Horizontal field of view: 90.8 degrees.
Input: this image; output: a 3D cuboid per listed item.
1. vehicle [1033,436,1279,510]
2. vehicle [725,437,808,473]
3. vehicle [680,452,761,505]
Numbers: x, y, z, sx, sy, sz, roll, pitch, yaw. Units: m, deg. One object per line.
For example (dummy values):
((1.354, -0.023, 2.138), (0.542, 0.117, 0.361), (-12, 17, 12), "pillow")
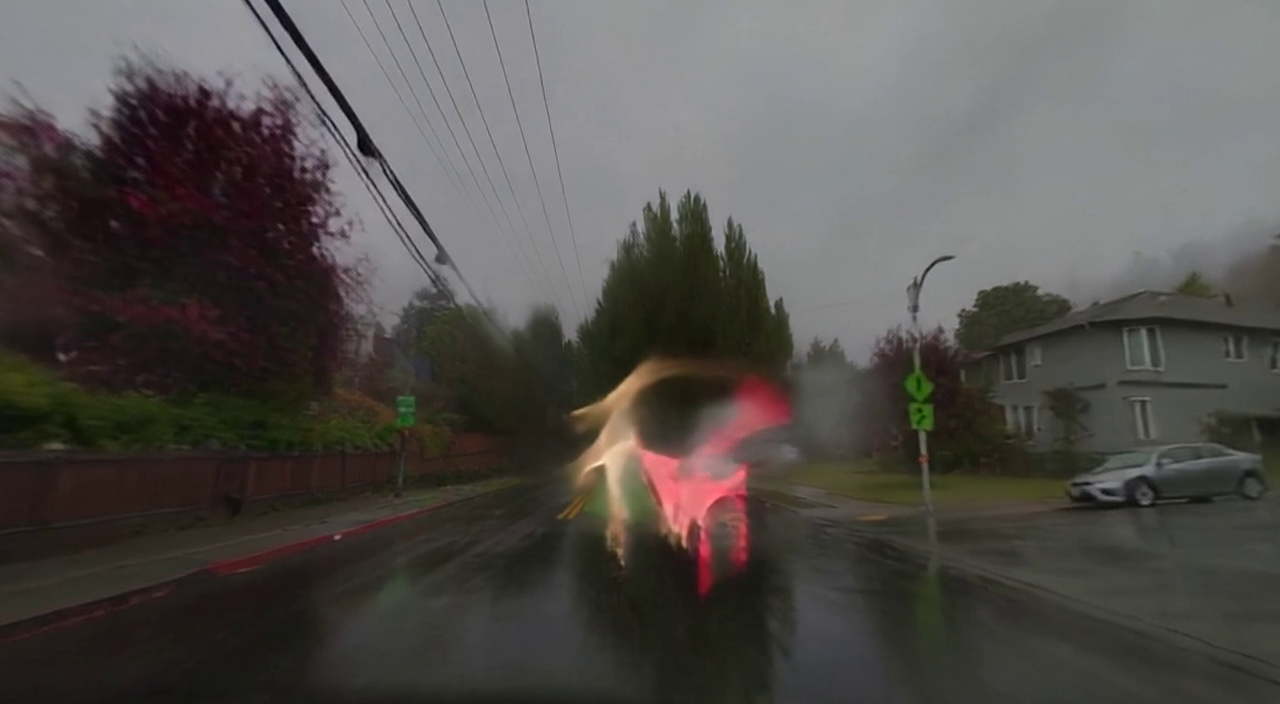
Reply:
((11.856, 2.716, 14.108), (4.809, 1.494, 1.940), (0, -13, -2), "vehicle")
((8.470, 6.910, 42.552), (4.922, 1.846, 1.941), (-6, -8, -6), "vehicle")
((2.666, 4.332, 22.288), (1.989, 1.545, 5.423), (0, -8, -2), "vehicle")
